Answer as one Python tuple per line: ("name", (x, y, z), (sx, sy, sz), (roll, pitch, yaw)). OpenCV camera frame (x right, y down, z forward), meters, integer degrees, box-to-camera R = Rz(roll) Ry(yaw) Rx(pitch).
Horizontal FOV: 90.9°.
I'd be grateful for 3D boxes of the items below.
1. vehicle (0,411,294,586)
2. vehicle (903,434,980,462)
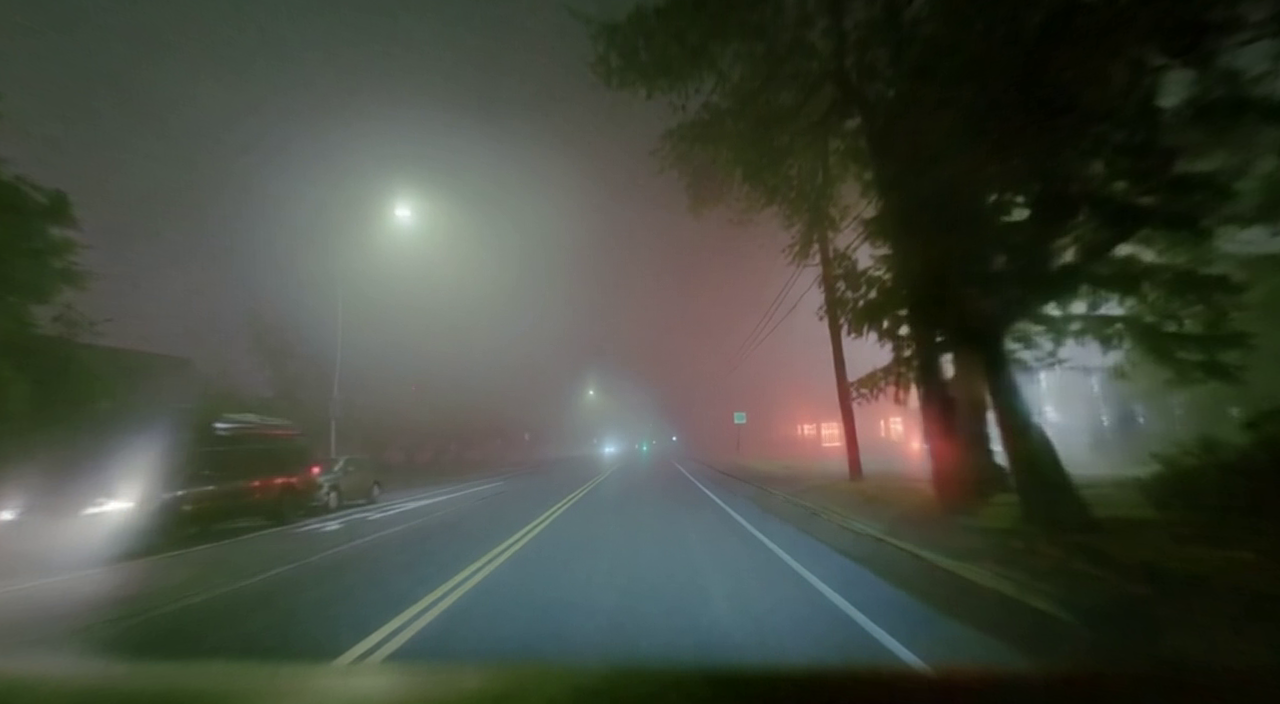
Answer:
("vehicle", (-7.931, 2.074, 10.031), (2.138, 2.038, 4.717), (-4, -7, 2))
("vehicle", (20.392, 6.518, 42.789), (4.151, 1.730, 2.131), (0, -9, 5))
